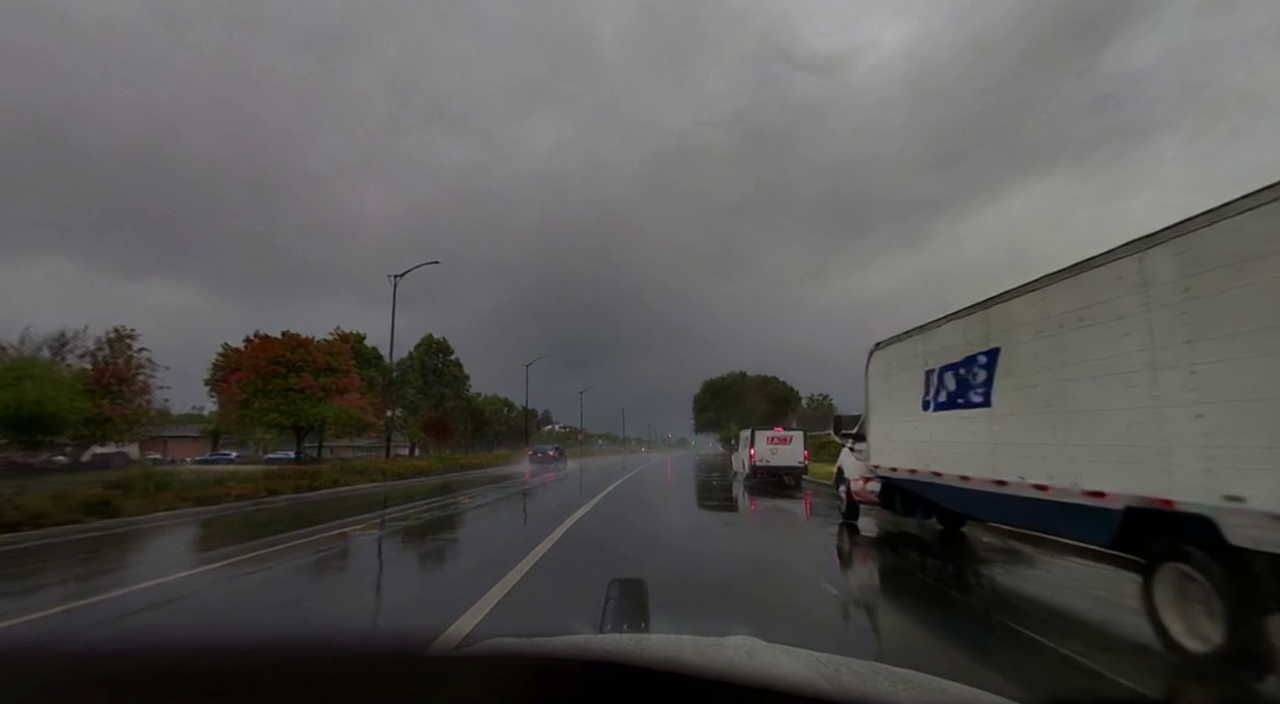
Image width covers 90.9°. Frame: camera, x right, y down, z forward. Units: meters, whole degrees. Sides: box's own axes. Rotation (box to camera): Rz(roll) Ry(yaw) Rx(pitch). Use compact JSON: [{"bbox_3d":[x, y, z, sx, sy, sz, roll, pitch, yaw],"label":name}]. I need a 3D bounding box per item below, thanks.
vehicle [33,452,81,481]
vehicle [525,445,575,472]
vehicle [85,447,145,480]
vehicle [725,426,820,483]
[{"bbox_3d":[-37.065,7.210,40.025,1.989,1.587,4.182,9,-11,-43],"label":"vehicle"},{"bbox_3d":[-5.175,6.189,36.909,2.060,1.473,4.645,0,-8,2],"label":"vehicle"},{"bbox_3d":[-28.985,6.080,34.734,2.118,1.670,4.487,8,-12,-42],"label":"vehicle"},{"bbox_3d":[5.208,4.181,25.977,2.695,2.013,6.661,0,-8,2],"label":"vehicle"}]
